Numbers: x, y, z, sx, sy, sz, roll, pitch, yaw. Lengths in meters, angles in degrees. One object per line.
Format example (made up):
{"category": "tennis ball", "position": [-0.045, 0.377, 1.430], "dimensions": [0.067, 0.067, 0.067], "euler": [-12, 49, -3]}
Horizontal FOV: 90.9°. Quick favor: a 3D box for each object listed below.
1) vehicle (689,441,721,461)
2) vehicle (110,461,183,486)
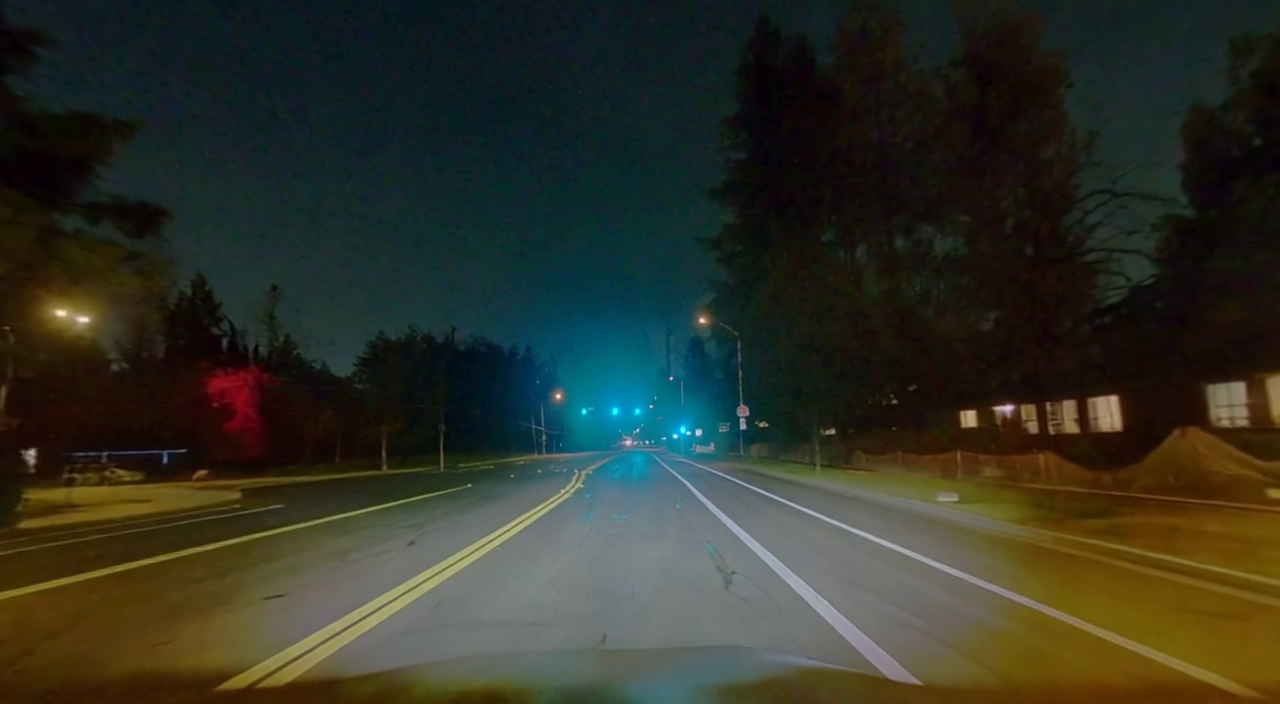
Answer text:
{"category": "vehicle", "position": [4.963, 7.641, 48.734], "dimensions": [1.987, 1.448, 4.193], "euler": [0, -8, 0]}
{"category": "vehicle", "position": [-33.173, 8.168, 42.503], "dimensions": [1.713, 1.527, 3.708], "euler": [0, -8, 4]}
